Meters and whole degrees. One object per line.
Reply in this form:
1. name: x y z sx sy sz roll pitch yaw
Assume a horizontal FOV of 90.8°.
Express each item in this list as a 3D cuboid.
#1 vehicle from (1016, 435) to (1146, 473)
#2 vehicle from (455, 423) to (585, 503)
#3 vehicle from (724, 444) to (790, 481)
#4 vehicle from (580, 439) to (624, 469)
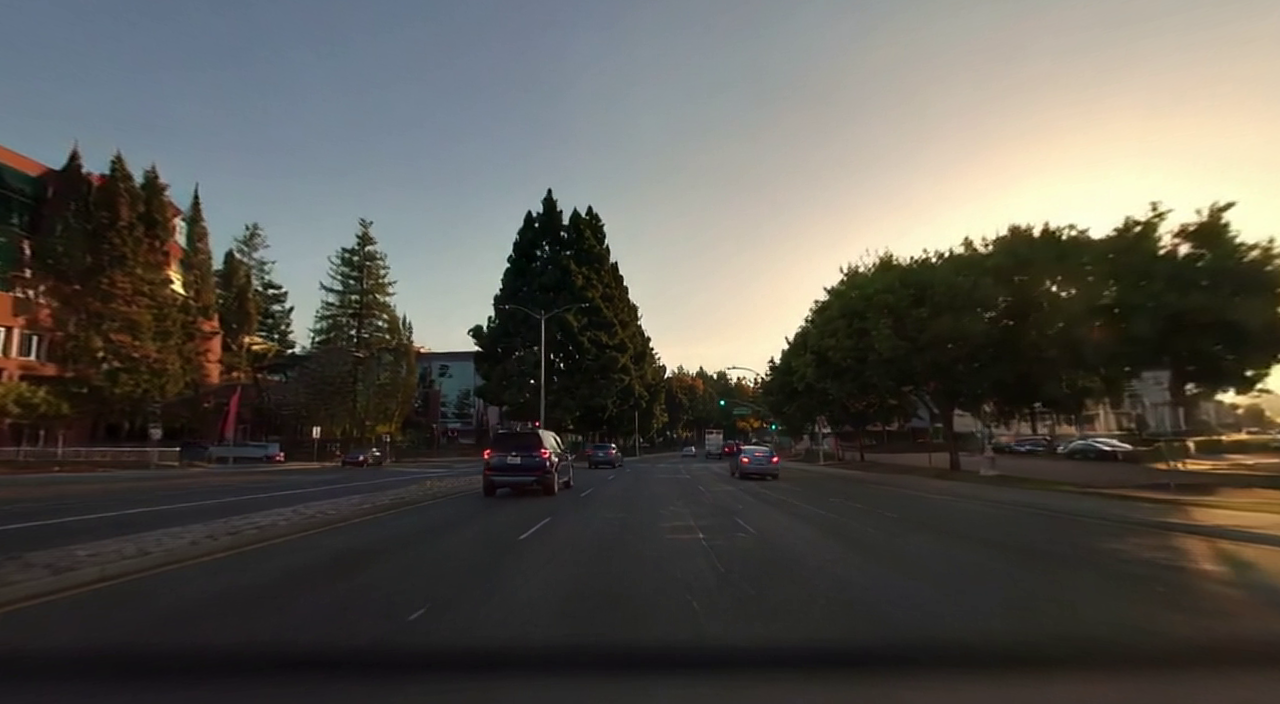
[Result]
1. vehicle: 20.143 4.654 28.897 4.972 1.547 2.226 2 -10 -20
2. vehicle: -3.084 3.040 17.750 2.450 1.866 5.416 0 -9 1
3. vehicle: 4.992 4.786 27.608 1.960 1.471 4.378 0 -9 -1
4. vehicle: -2.457 6.783 42.174 2.305 1.833 4.912 -1 -9 4
